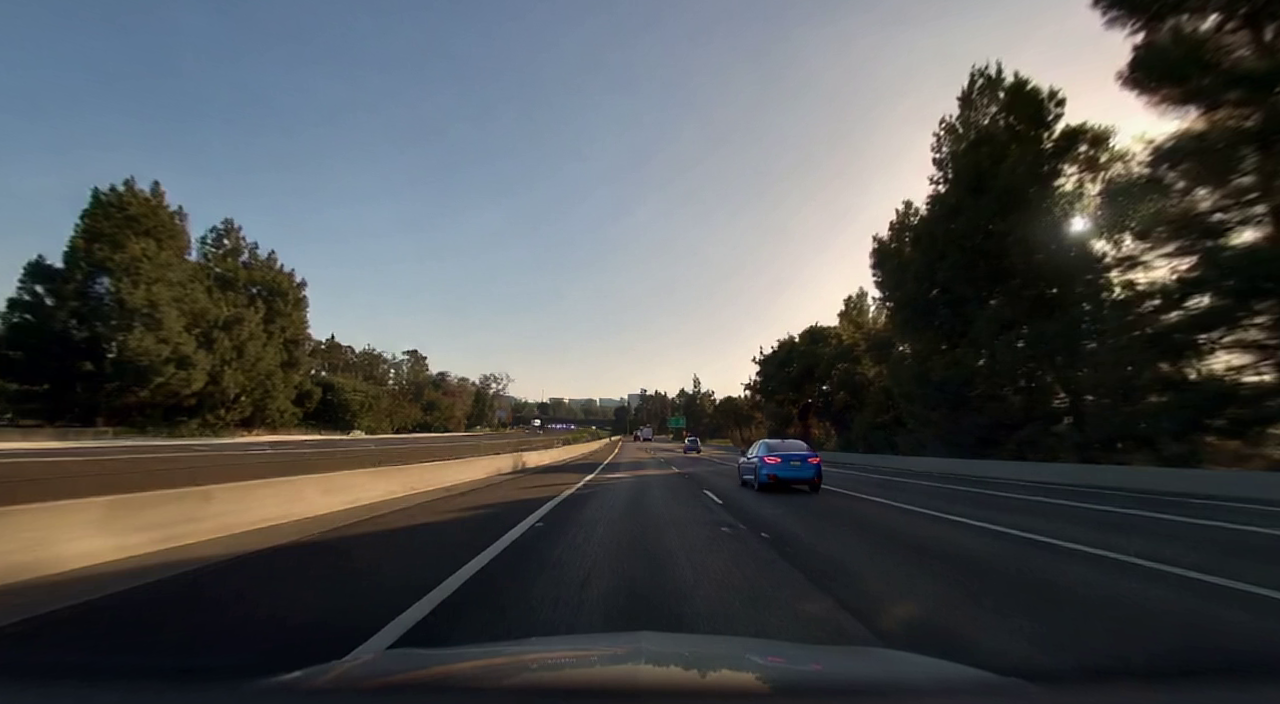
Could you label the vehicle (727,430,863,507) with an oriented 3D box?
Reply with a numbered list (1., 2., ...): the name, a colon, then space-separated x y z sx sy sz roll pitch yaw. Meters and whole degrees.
1. vehicle: 3.474 2.691 15.076 2.050 1.546 4.344 0 -8 -1
